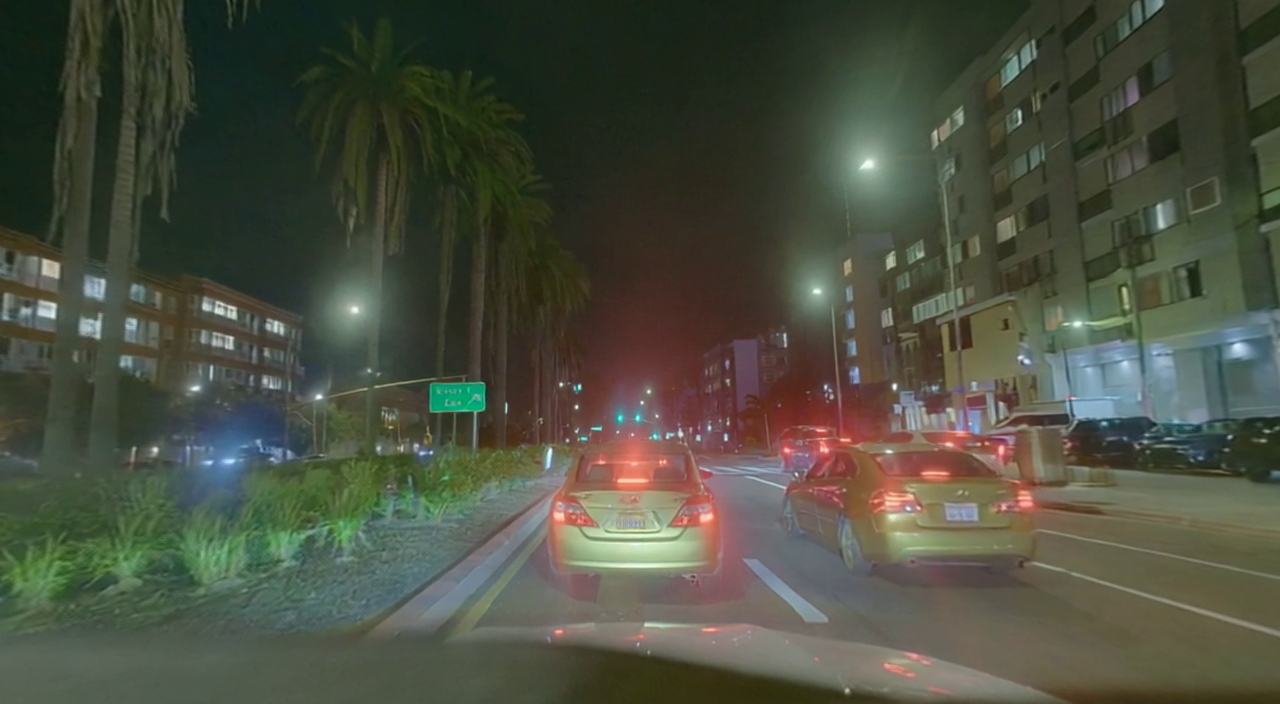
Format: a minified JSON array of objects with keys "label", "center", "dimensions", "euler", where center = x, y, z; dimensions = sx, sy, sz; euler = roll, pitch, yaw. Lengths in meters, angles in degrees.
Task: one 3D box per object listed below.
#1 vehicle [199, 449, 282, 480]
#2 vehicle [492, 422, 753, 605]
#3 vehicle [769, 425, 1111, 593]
[{"label":"vehicle","center":[-20.496,5.766,32.640],"dimensions":[1.764,1.510,3.827],"euler":[0,-8,0]},{"label":"vehicle","center":[-0.158,1.641,7.289],"dimensions":[2.158,1.498,3.919],"euler":[0,-8,0]},{"label":"vehicle","center":[3.123,1.715,7.859],"dimensions":[1.925,1.451,4.436],"euler":[0,-8,-2]}]
